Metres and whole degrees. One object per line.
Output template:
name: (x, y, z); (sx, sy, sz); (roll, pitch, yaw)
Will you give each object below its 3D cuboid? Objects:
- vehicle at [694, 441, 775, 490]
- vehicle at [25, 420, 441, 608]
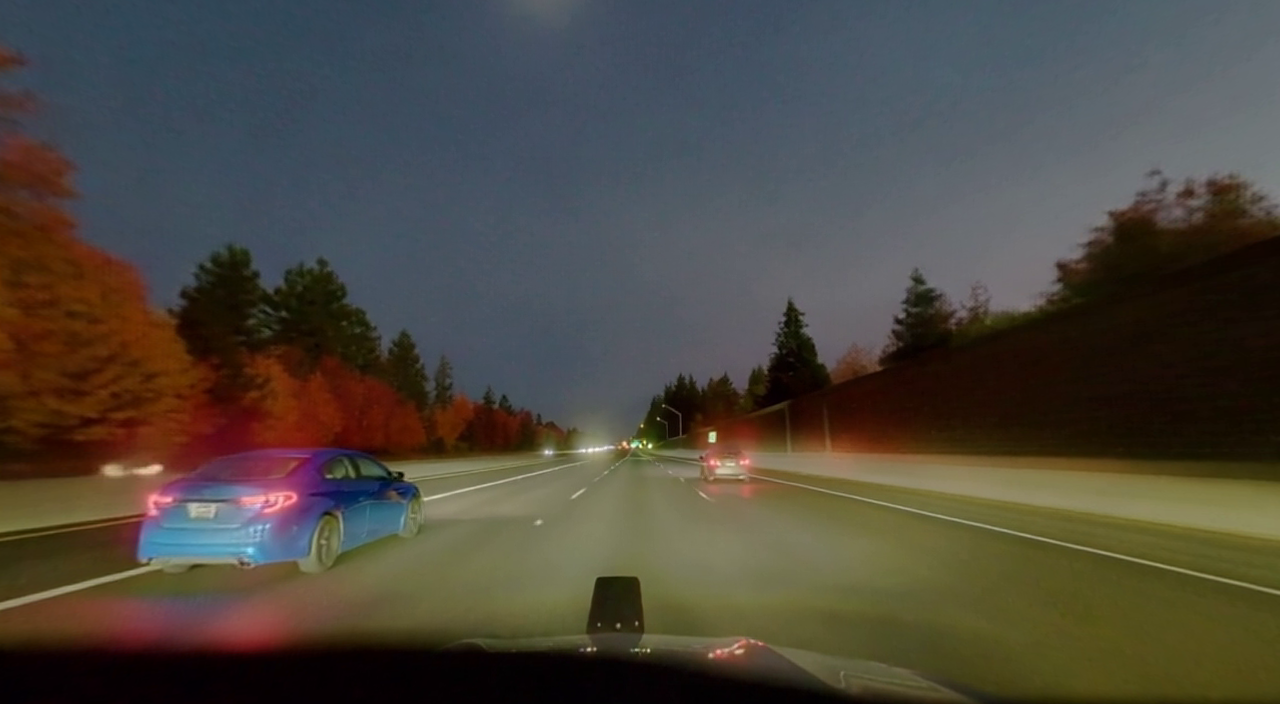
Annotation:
vehicle: (3.332, 4.115, 23.194); (2.146, 1.573, 4.661); (0, -9, -1)
vehicle: (-4.096, 1.683, 7.502); (2.010, 1.550, 4.376); (0, -9, 0)
